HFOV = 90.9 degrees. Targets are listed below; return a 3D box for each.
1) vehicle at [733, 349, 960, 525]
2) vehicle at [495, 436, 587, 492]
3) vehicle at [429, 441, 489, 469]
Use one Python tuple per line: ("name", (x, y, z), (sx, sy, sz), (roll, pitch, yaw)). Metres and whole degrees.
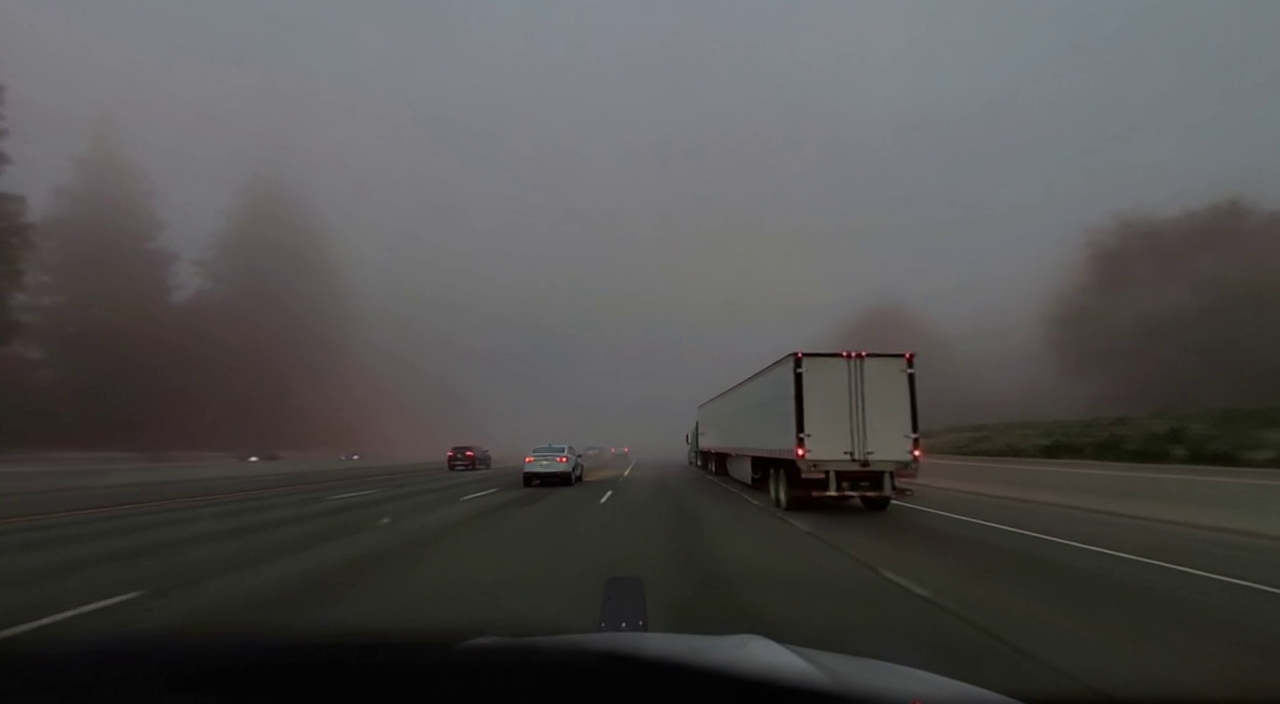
("vehicle", (4.113, 1.978, 14.602), (2.732, 3.052, 7.118), (0, -8, -1))
("vehicle", (-2.843, 3.323, 19.100), (1.981, 1.473, 4.317), (0, -8, 2))
("vehicle", (-10.011, 5.729, 35.234), (1.899, 1.465, 4.589), (0, -8, 1))
